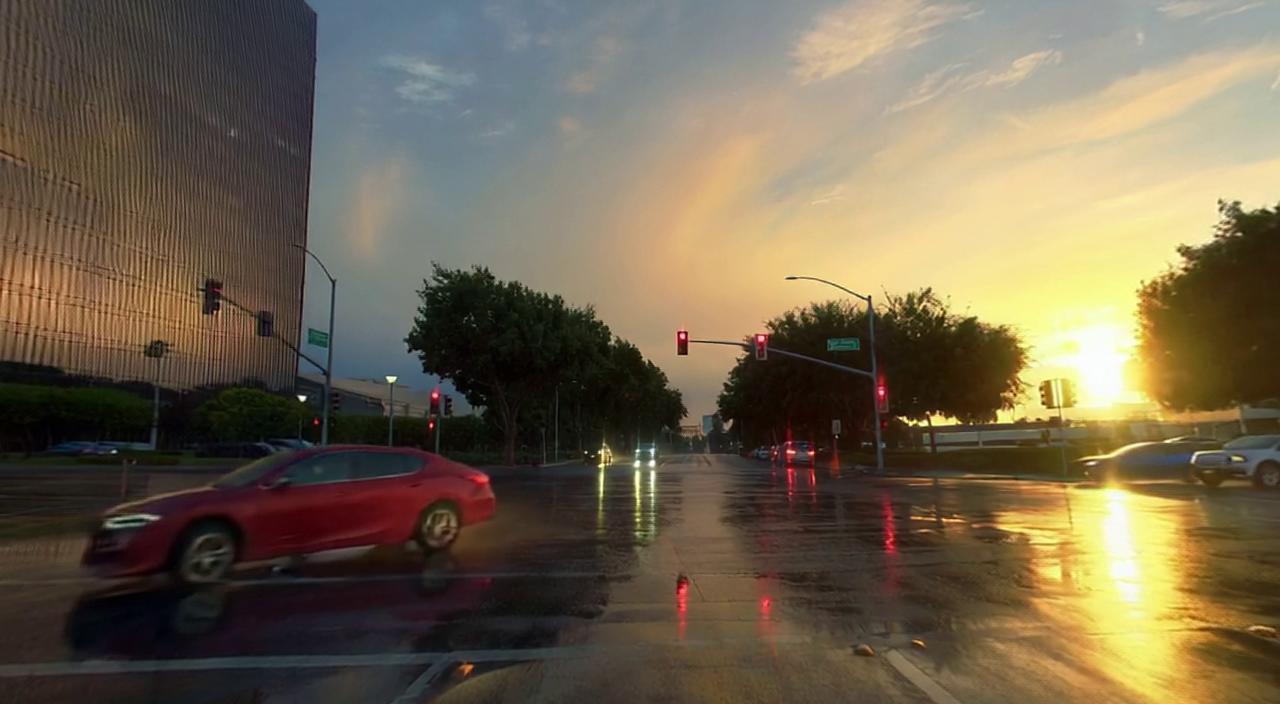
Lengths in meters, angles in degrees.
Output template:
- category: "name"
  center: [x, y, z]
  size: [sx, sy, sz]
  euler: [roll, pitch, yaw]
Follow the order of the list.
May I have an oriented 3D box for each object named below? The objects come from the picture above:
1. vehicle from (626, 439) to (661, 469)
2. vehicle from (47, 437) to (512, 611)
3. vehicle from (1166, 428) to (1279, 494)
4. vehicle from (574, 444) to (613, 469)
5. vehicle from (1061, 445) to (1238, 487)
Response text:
- category: "vehicle"
  center: [0.222, 6.220, 38.316]
  size: [2.018, 1.699, 4.751]
  euler: [0, -9, 1]
- category: "vehicle"
  center: [-3.992, 1.888, 8.076]
  size: [1.924, 1.491, 4.802]
  euler: [-5, -10, 28]
- category: "vehicle"
  center: [20.764, 3.420, 19.947]
  size: [5.832, 1.949, 2.444]
  euler: [0, -9, 0]
- category: "vehicle"
  center: [-2.950, 6.795, 40.984]
  size: [2.068, 1.486, 4.664]
  euler: [0, -9, 1]
- category: "vehicle"
  center: [19.354, 4.327, 24.046]
  size: [4.896, 1.503, 1.971]
  euler: [-1, -9, 3]
